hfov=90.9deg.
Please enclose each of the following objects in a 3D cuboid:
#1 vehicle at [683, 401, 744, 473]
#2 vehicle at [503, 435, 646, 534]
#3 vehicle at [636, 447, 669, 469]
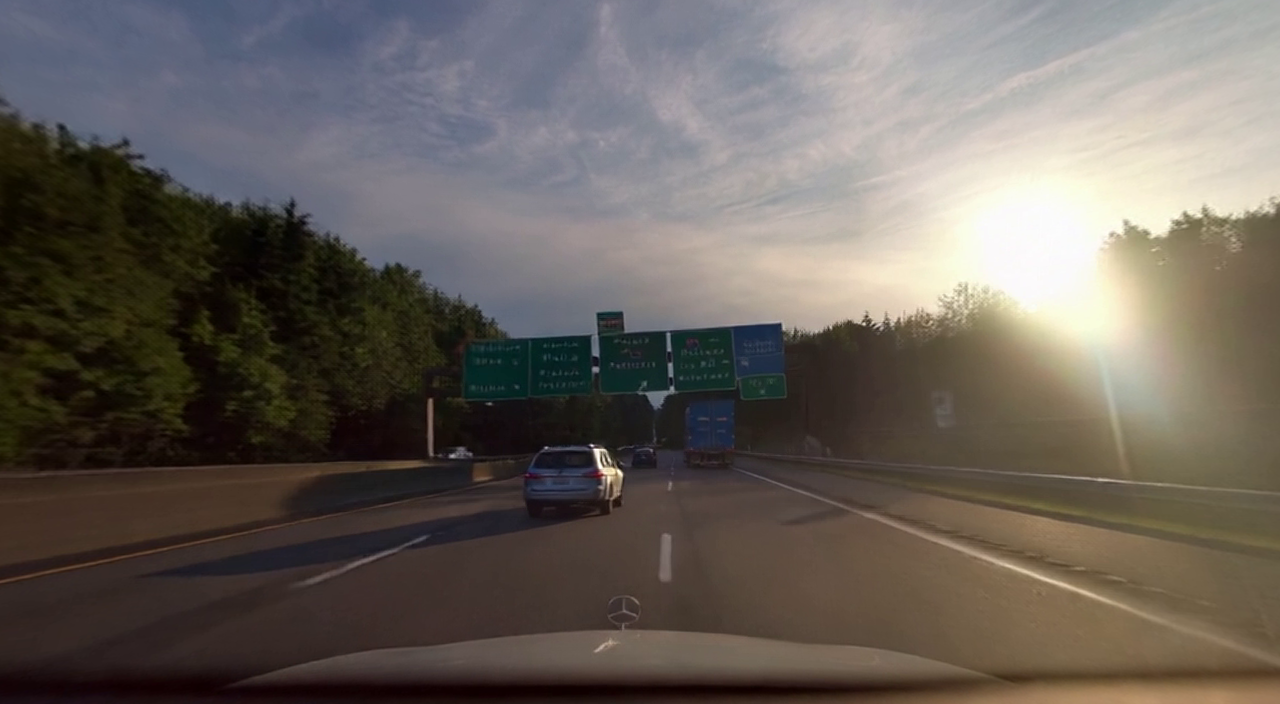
[{"bbox_3d":[4.629,5.905,42.611,2.960,4.018,13.834,0,-9,2],"label":"vehicle"},{"bbox_3d":[-1.020,2.459,12.305,2.039,1.532,4.610,-1,-9,3],"label":"vehicle"},{"bbox_3d":[0.915,7.317,43.499,2.045,1.430,3.951,-1,-9,4],"label":"vehicle"}]
